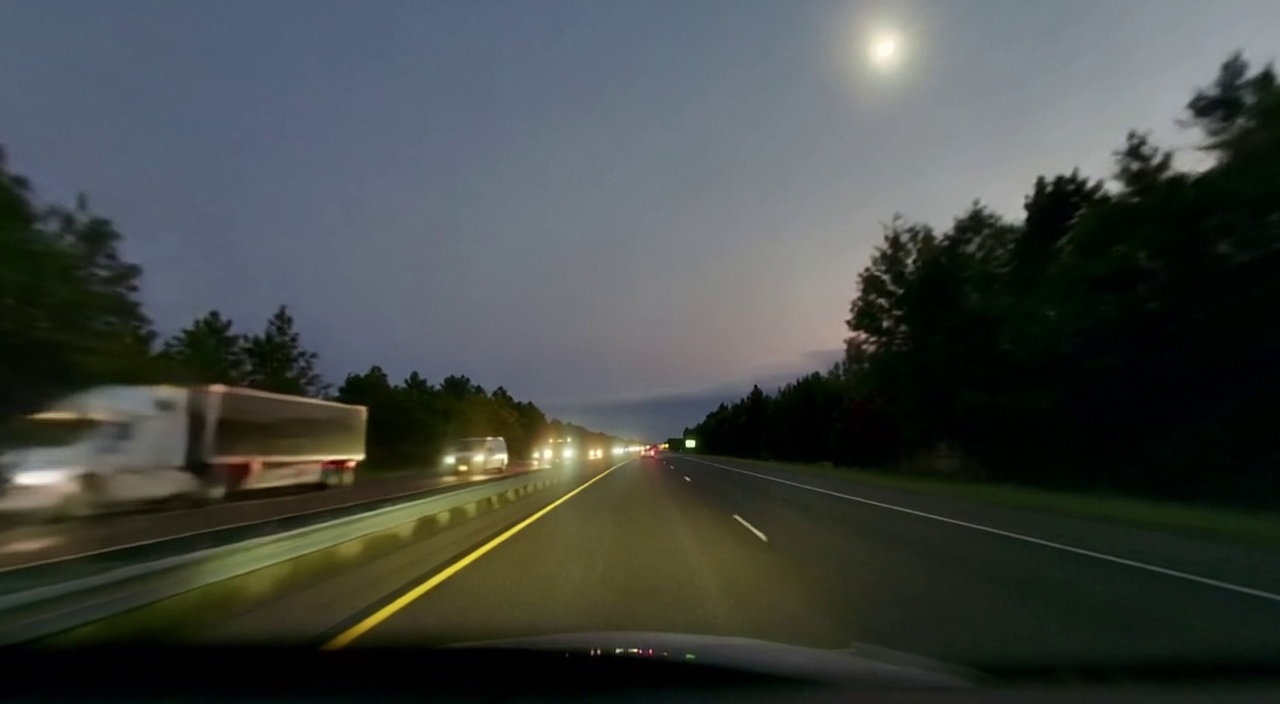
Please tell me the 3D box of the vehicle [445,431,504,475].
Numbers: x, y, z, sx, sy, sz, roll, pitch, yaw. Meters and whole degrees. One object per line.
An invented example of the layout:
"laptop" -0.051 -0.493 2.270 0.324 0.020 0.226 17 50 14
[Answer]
"vehicle" -12.309 7.567 47.459 2.459 3.018 6.687 0 -9 1

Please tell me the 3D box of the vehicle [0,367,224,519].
"vehicle" -16.773 2.873 19.853 2.761 3.994 6.240 0 -9 1
